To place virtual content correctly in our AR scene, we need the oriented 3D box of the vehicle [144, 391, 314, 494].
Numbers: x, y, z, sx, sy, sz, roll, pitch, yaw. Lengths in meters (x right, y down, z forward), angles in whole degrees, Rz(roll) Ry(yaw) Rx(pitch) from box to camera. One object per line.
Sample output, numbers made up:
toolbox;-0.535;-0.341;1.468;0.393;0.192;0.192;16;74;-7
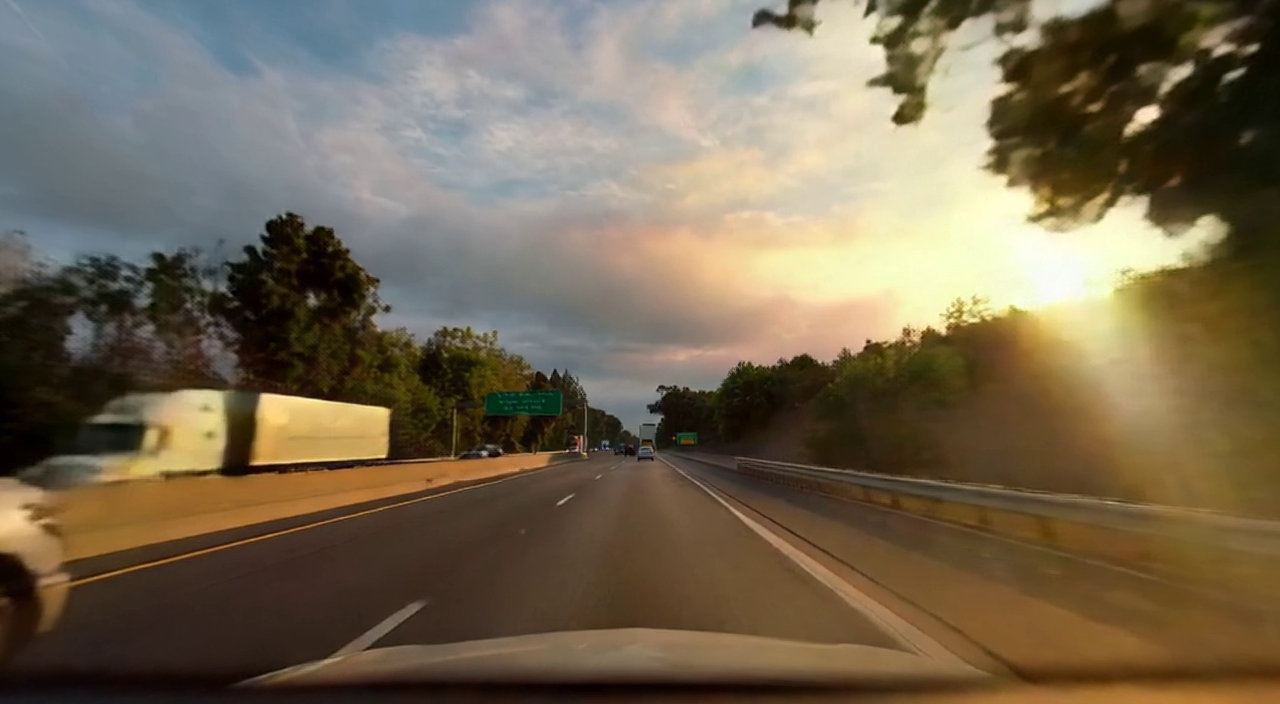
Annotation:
vehicle;-17.489;3.926;27.451;3.114;3.968;5.995;0;-9;0
